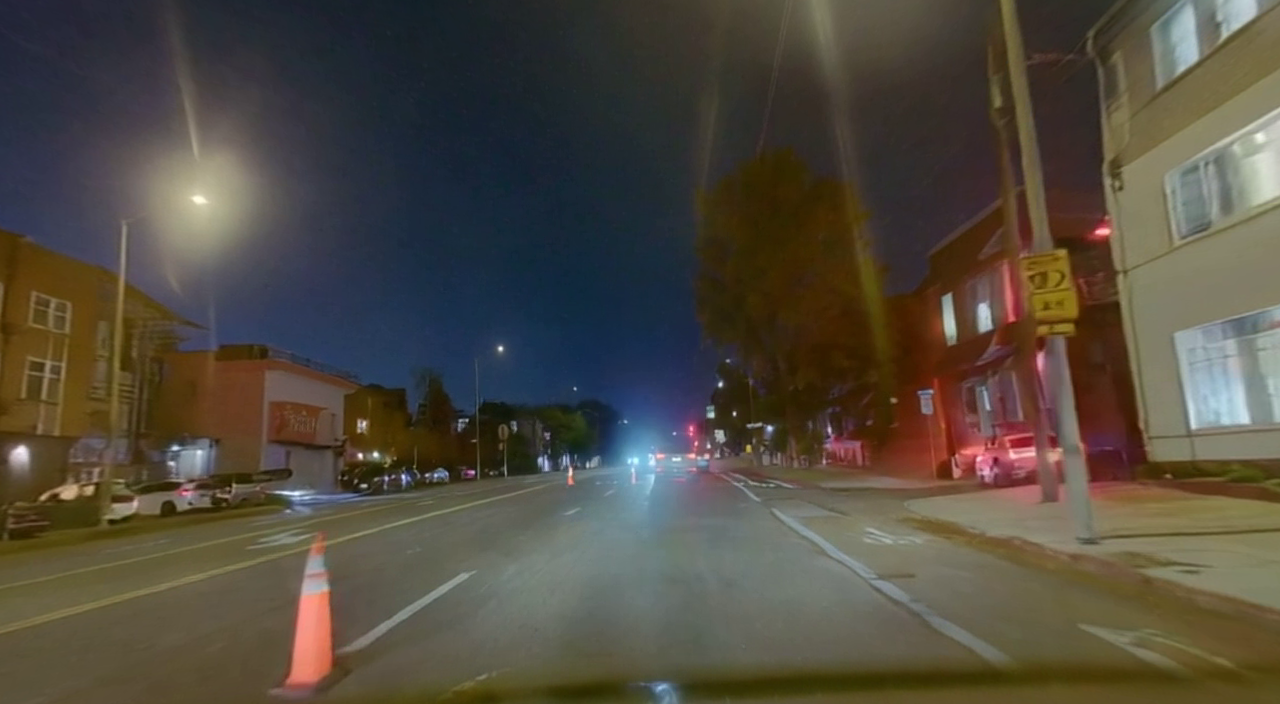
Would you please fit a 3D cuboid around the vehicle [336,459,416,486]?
[{"bbox_3d":[-17.468,7.971,41.868,4.397,1.698,1.932,-1,-9,7],"label":"vehicle"}]

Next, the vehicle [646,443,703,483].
[{"bbox_3d":[1.332,4.534,26.048,2.159,1.506,4.086,0,-8,1],"label":"vehicle"}]

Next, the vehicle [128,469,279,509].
[{"bbox_3d":[-18.376,5.773,26.749,4.952,1.510,2.115,-1,-8,5],"label":"vehicle"}]

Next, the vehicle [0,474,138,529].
[{"bbox_3d":[-19.379,4.749,20.276,4.696,1.513,2.243,-1,-9,3],"label":"vehicle"}]

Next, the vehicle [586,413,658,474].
[{"bbox_3d":[-0.821,5.891,40.451,2.977,3.271,12.748,-1,-8,6],"label":"vehicle"}]

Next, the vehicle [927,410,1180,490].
[{"bbox_3d":[10.475,2.529,16.378,4.859,1.914,2.333,0,-9,0],"label":"vehicle"}]
